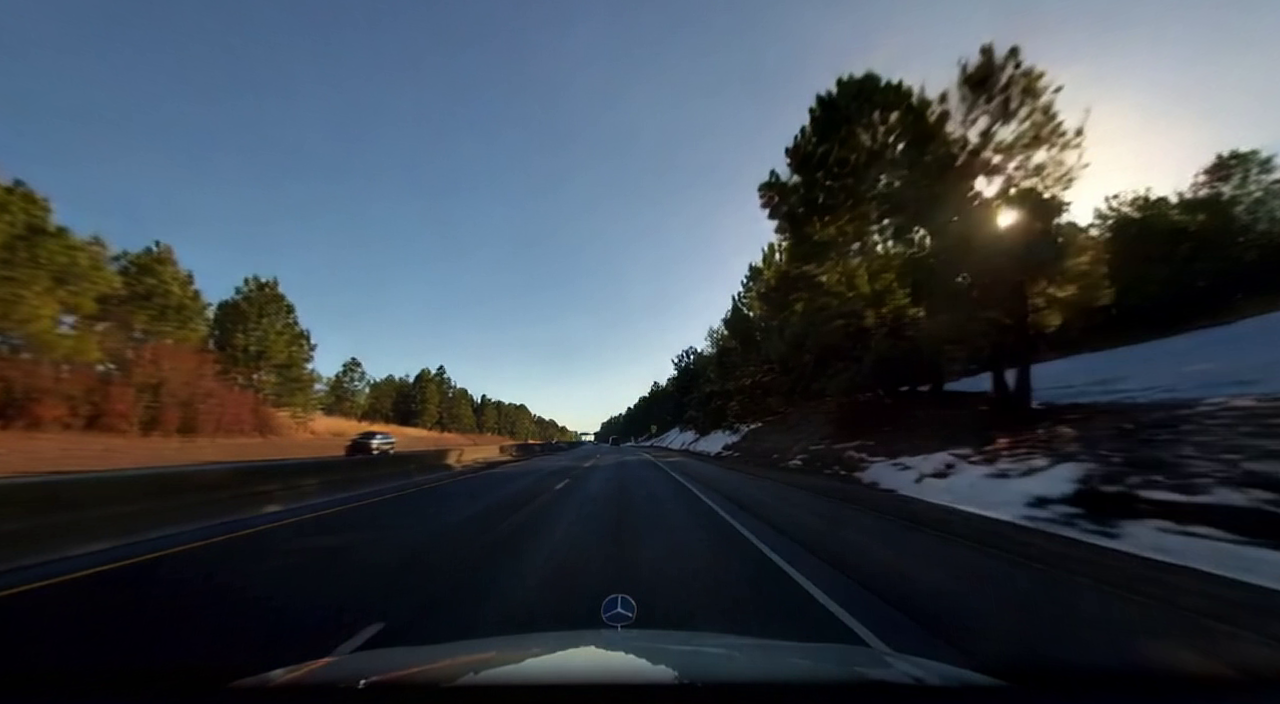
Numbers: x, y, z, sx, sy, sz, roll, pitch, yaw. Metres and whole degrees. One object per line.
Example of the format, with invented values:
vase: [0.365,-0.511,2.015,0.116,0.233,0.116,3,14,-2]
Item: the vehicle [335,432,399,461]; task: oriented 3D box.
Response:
vehicle: [-15.467,5.346,35.843,1.853,1.514,3.922,0,-8,0]
